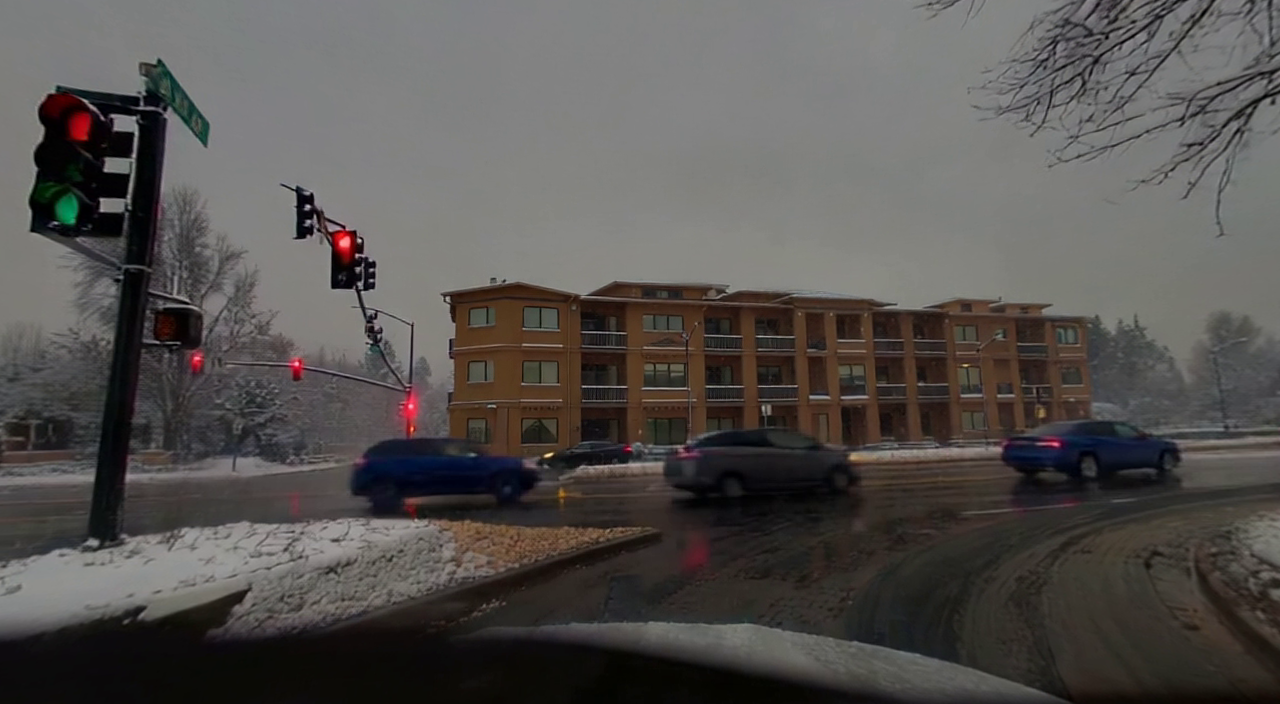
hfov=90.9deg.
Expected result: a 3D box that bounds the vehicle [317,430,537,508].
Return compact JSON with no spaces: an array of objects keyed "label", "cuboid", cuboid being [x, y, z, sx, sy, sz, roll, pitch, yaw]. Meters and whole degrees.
[{"label":"vehicle","cuboid":[-4.997,2.770,15.344,4.711,1.688,1.915,2,-9,-16]}]

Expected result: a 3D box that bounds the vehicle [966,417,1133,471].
[{"label":"vehicle","cuboid":[13.708,3.082,21.162,4.719,1.671,1.985,2,-9,-16]}]

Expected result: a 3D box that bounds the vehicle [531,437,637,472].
[{"label":"vehicle","cuboid":[-2.462,4.466,27.588,4.289,1.415,1.774,2,-9,-17]}]

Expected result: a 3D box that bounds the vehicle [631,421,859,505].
[{"label":"vehicle","cuboid":[2.270,2.417,14.083,4.581,1.650,1.958,2,-9,-16]}]
